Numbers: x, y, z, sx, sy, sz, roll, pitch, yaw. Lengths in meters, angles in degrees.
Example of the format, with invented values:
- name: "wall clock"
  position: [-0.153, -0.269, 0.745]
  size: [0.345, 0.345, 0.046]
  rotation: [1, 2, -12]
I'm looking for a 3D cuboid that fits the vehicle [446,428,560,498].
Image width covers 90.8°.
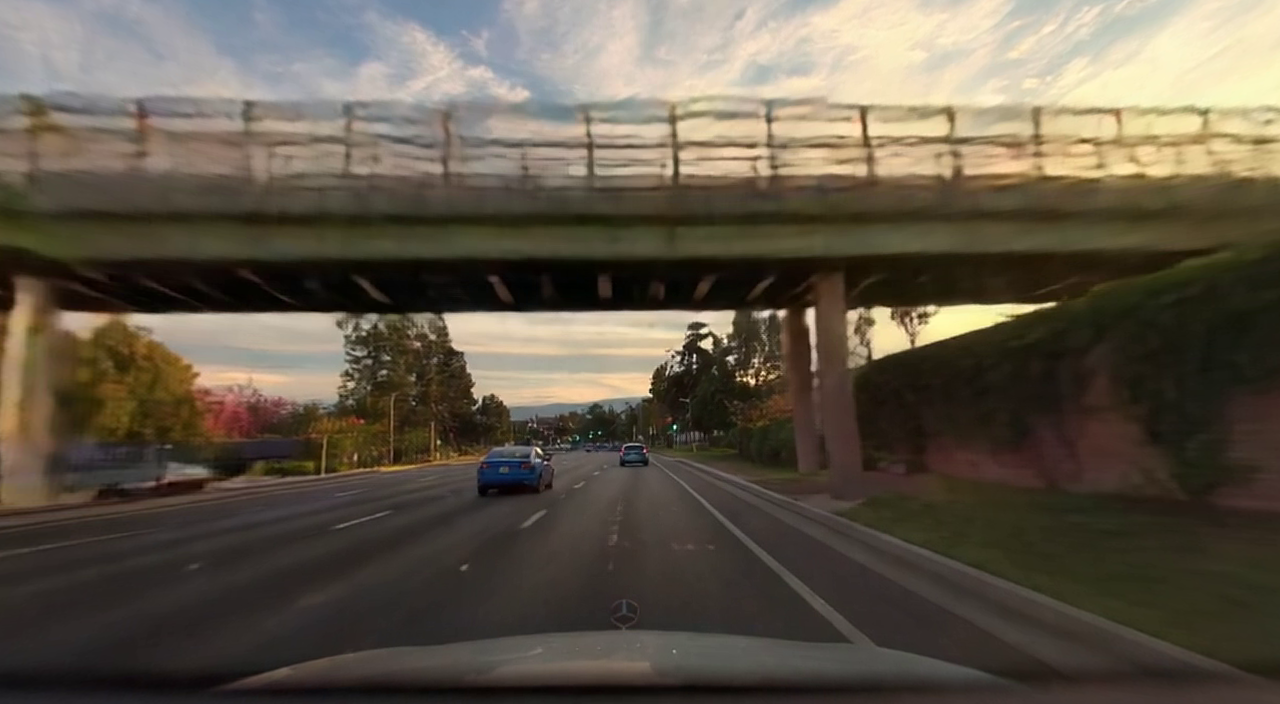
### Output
- name: "vehicle"
  position: [-3.818, 3.195, 18.533]
  size: [2.223, 1.771, 4.581]
  rotation: [0, -8, 1]

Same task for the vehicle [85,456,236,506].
- name: "vehicle"
  position: [-17.737, 4.752, 23.745]
  size: [1.983, 1.552, 4.798]
  rotation: [0, -9, -2]

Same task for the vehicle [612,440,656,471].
- name: "vehicle"
  position: [-0.342, 5.513, 33.818]
  size: [2.205, 1.509, 4.272]
  rotation: [0, -8, -1]
